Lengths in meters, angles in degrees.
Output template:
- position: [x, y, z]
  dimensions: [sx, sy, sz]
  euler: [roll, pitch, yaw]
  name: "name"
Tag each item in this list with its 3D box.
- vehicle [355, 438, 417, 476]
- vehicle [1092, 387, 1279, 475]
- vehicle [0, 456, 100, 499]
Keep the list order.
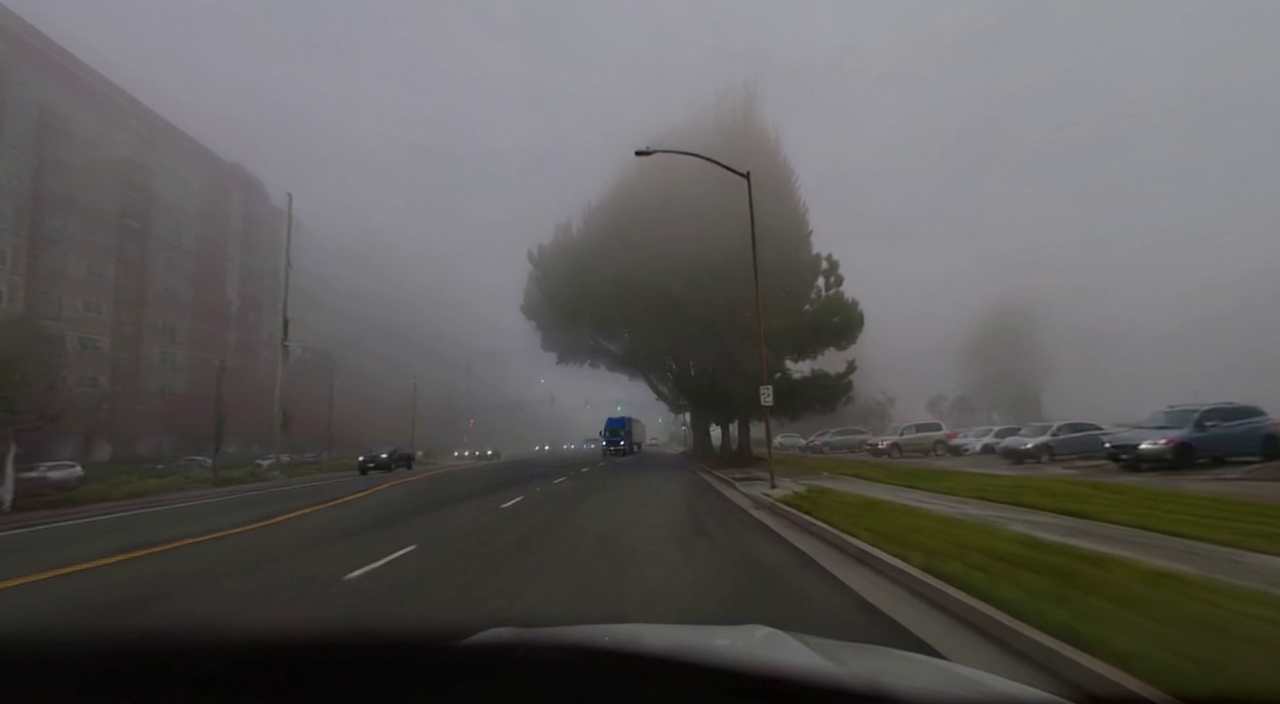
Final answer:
- position: [-16.697, 6.877, 41.742]
  dimensions: [2.380, 2.179, 5.187]
  euler: [-2, -8, -5]
  name: "vehicle"
- position: [14.473, 2.022, 15.948]
  dimensions: [4.437, 2.022, 2.173]
  euler: [1, -8, -6]
  name: "vehicle"
- position: [-30.477, 6.334, 32.164]
  dimensions: [1.967, 1.877, 4.256]
  euler: [0, -8, 0]
  name: "vehicle"
